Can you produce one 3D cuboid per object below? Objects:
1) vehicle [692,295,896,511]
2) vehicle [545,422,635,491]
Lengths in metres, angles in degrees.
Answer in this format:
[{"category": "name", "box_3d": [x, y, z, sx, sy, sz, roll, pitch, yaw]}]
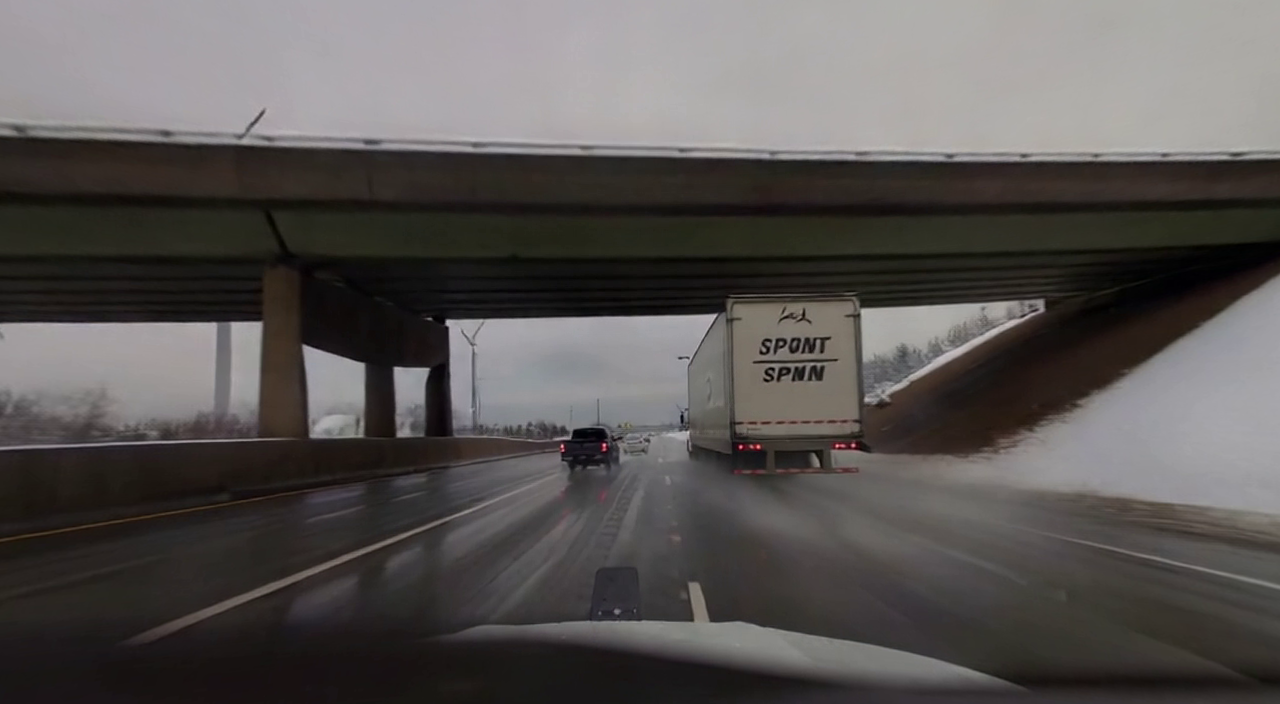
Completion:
[{"category": "vehicle", "box_3d": [3.317, 1.739, 17.912, 2.906, 3.990, 12.551, 0, -8, 1]}, {"category": "vehicle", "box_3d": [-1.358, 3.117, 19.278, 2.283, 1.814, 4.568, 0, -8, 1]}]
